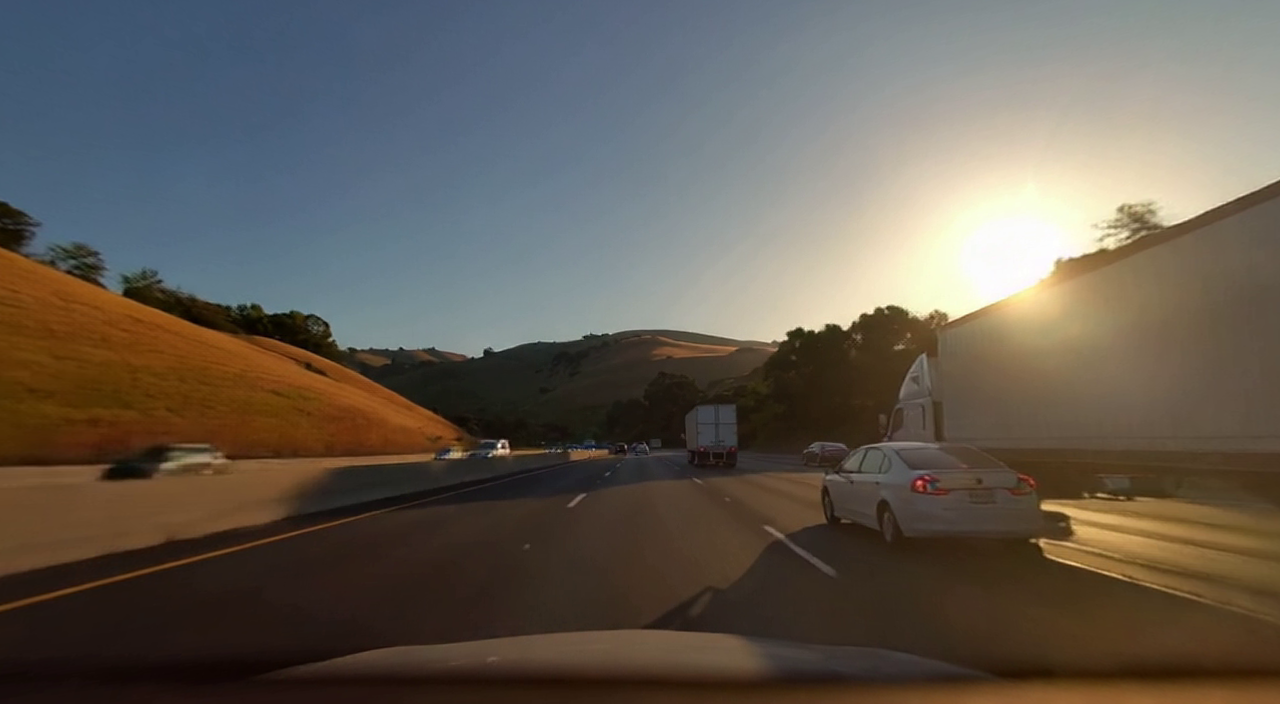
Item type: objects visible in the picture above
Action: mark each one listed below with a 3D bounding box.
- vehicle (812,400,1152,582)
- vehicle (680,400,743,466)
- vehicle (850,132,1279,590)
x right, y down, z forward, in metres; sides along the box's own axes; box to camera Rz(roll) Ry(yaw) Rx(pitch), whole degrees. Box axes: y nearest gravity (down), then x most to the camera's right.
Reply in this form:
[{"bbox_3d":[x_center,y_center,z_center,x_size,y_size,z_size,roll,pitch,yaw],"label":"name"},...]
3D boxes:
[{"bbox_3d":[3.882,1.657,8.245,2.055,1.737,4.224,0,-9,0],"label":"vehicle"},{"bbox_3d":[4.694,5.729,43.755,3.049,3.968,10.706,0,-9,0],"label":"vehicle"},{"bbox_3d":[7.433,0.679,9.782,2.947,4.199,16.175,0,-8,1],"label":"vehicle"}]
